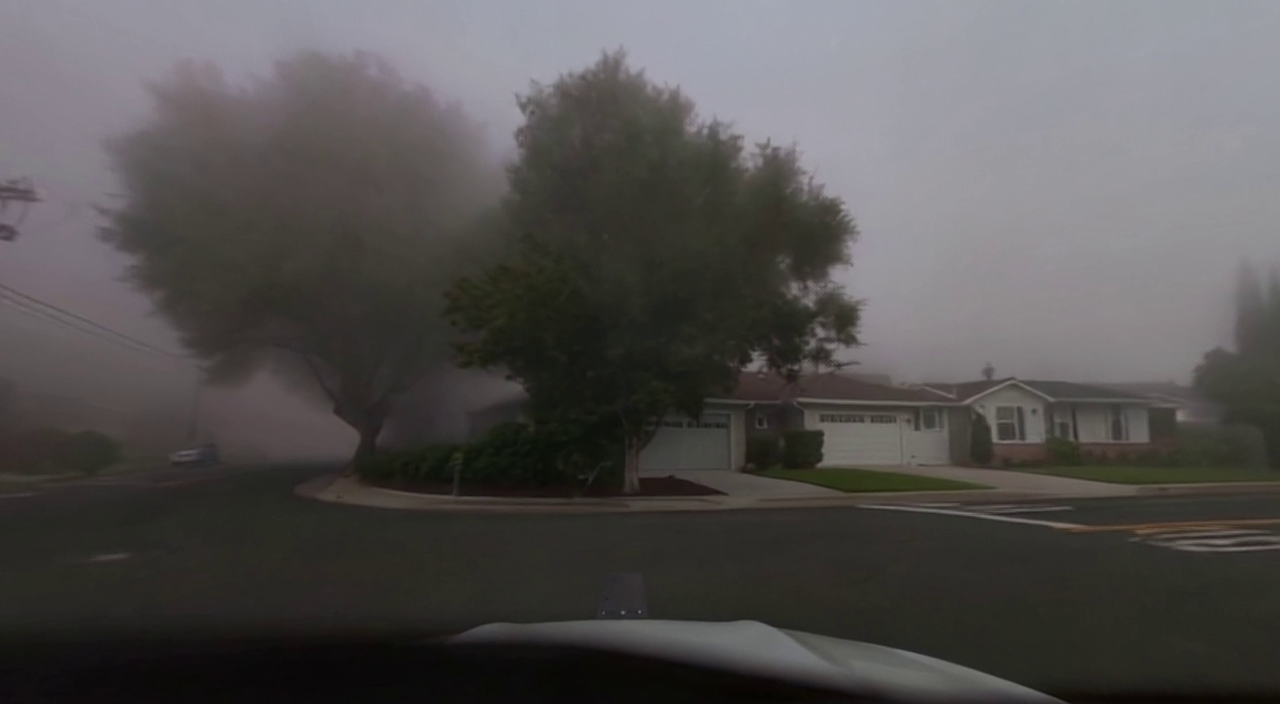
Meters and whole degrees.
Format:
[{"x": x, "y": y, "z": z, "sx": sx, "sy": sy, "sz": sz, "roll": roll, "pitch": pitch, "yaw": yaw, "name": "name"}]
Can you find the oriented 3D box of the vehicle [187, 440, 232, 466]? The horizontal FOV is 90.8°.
[{"x": -33.366, "y": 7.767, "z": 48.863, "sx": 2.434, "sy": 1.889, "sz": 5.594, "roll": 7, "pitch": -10, "yaw": -37, "name": "vehicle"}]
